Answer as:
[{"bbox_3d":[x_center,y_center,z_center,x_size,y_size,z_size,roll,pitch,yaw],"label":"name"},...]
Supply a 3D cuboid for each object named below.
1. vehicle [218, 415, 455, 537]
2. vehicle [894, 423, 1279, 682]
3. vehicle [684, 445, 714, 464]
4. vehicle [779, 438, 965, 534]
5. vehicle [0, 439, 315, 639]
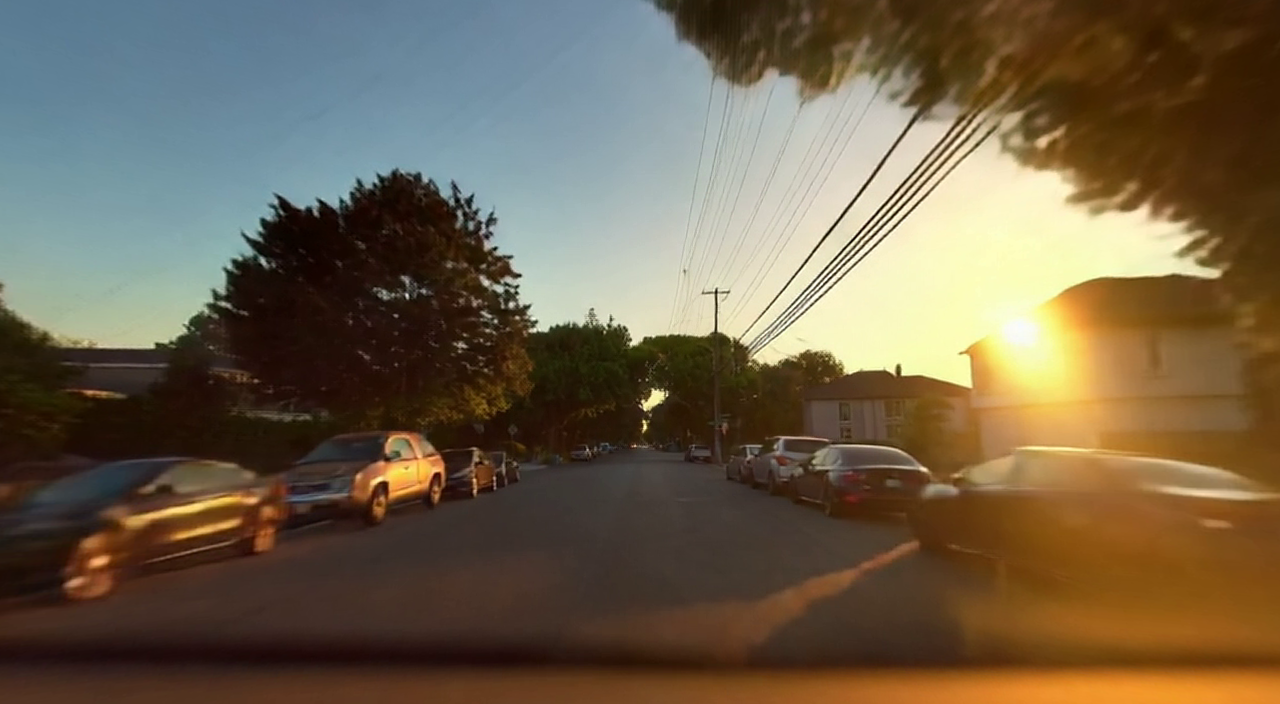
[{"bbox_3d":[-5.666,2.344,12.762,2.052,1.916,5.084,0,-8,3],"label":"vehicle"},{"bbox_3d":[4.175,1.517,5.978,1.840,1.521,4.337,0,-8,2],"label":"vehicle"},{"bbox_3d":[4.557,7.966,49.207,1.851,1.438,4.177,0,-8,0],"label":"vehicle"},{"bbox_3d":[4.148,2.436,12.174,1.830,1.491,4.453,0,-8,-1],"label":"vehicle"},{"bbox_3d":[-5.704,1.732,6.997,1.790,1.496,4.234,1,-8,2],"label":"vehicle"}]
